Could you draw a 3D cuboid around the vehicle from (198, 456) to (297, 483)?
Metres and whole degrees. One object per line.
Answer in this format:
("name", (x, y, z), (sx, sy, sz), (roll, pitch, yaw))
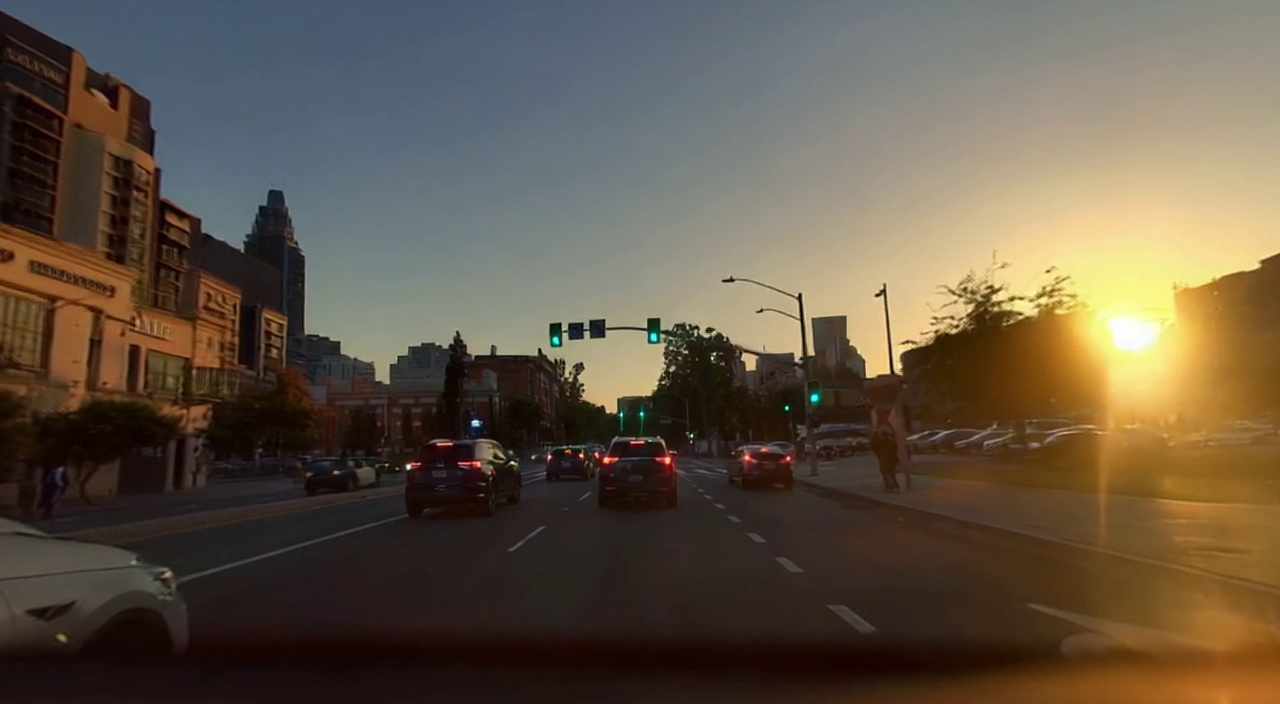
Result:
("vehicle", (-29.566, 8.845, 47.689), (2.021, 1.802, 5.987), (-5, -10, 31))

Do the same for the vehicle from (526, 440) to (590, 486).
("vehicle", (-3.197, 4.385, 25.226), (1.894, 1.642, 3.861), (0, -8, 2))

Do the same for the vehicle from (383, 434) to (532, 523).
("vehicle", (-3.728, 2.641, 13.749), (1.886, 1.599, 4.247), (0, -8, 1))

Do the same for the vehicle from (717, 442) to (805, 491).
("vehicle", (3.946, 3.813, 21.407), (1.986, 1.457, 4.566), (0, -8, -1))

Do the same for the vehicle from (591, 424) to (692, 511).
("vehicle", (0.060, 2.685, 15.077), (2.075, 1.770, 4.018), (0, -8, 1))

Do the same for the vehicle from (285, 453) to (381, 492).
("vehicle", (-14.524, 5.681, 30.173), (2.115, 1.654, 4.727), (0, -8, 2))

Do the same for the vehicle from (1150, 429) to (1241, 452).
("vehicle", (38.588, 6.178, 43.887), (4.169, 1.475, 2.059), (-3, -9, 17))

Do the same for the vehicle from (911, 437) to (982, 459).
("vehicle", (23.106, 7.256, 47.674), (4.361, 1.478, 1.909), (-4, -9, 10))

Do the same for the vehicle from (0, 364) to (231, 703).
("vehicle", (-3.323, 0.706, 1.209), (1.975, 1.624, 4.481), (0, -8, 1))
